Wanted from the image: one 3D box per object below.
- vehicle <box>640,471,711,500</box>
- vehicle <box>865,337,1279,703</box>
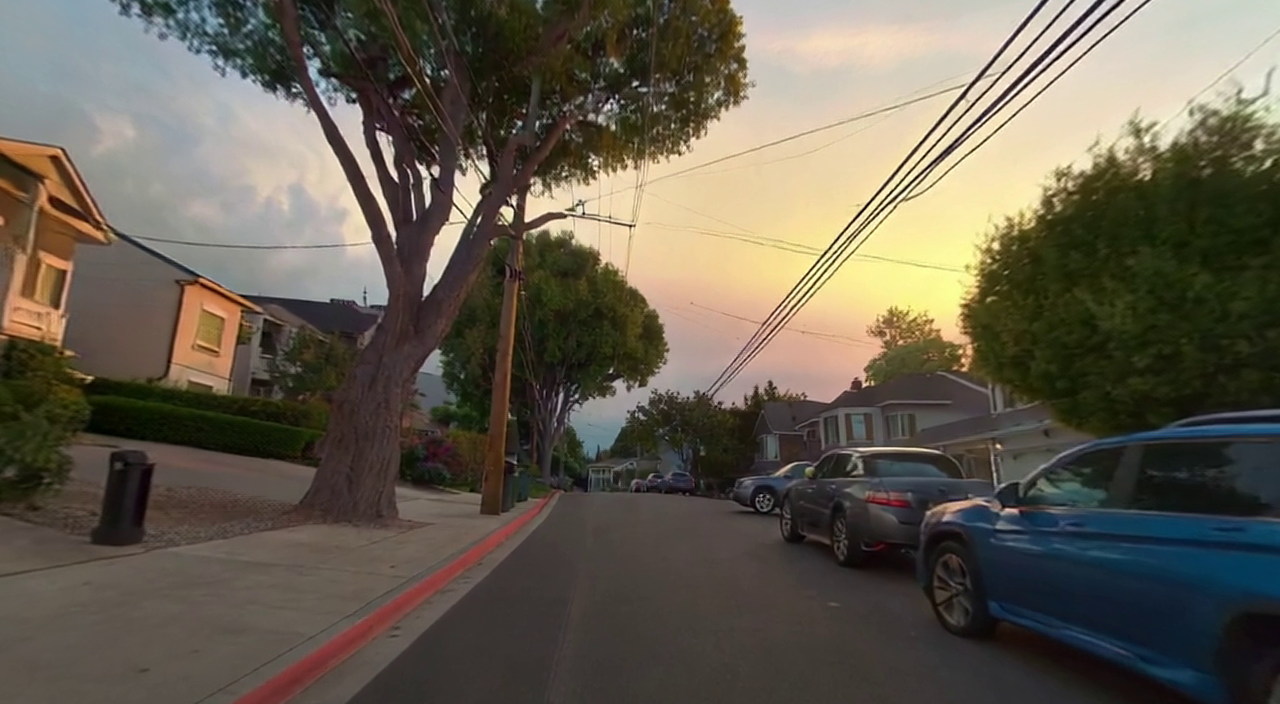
[{"bbox_3d":[2.352,8.877,42.275,4.413,1.728,1.869,1,-9,-10],"label":"vehicle"},{"bbox_3d":[3.199,1.016,3.287,2.076,1.780,4.959,0,-9,-2],"label":"vehicle"}]
